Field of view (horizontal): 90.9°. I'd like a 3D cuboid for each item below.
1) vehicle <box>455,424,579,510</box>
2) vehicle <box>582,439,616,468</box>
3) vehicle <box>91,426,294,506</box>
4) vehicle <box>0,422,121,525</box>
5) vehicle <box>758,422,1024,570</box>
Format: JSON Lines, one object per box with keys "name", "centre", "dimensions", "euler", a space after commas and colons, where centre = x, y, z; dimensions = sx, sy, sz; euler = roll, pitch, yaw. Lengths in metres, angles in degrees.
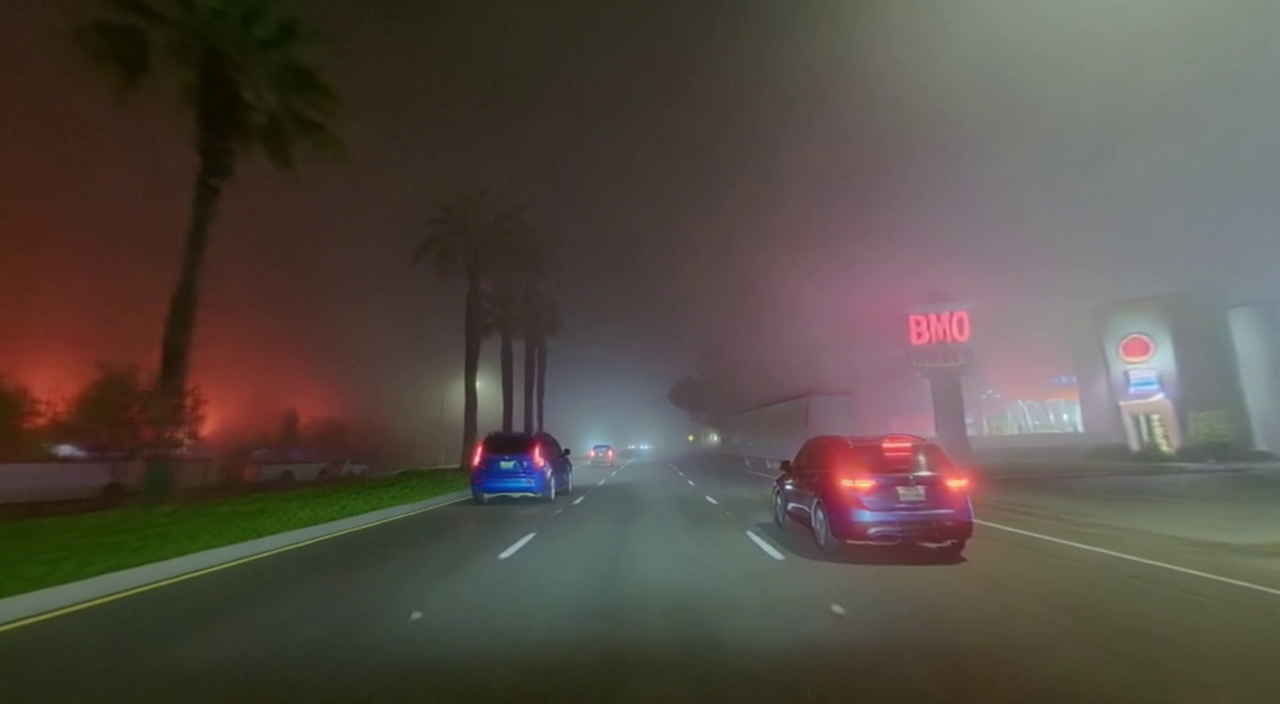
{"name": "vehicle", "centre": [-2.824, 2.770, 15.596], "dimensions": [2.058, 1.804, 4.391], "euler": [-1, -8, 2]}
{"name": "vehicle", "centre": [-2.621, 6.642, 41.333], "dimensions": [1.998, 1.743, 4.402], "euler": [0, -8, -1]}
{"name": "vehicle", "centre": [-21.419, 5.488, 31.243], "dimensions": [3.030, 3.354, 9.135], "euler": [-1, -8, 2]}
{"name": "vehicle", "centre": [-21.675, 3.879, 20.137], "dimensions": [2.989, 3.225, 8.285], "euler": [0, -8, 1]}
{"name": "vehicle", "centre": [2.996, 1.800, 8.667], "dimensions": [1.946, 1.513, 4.133], "euler": [0, -8, 0]}
